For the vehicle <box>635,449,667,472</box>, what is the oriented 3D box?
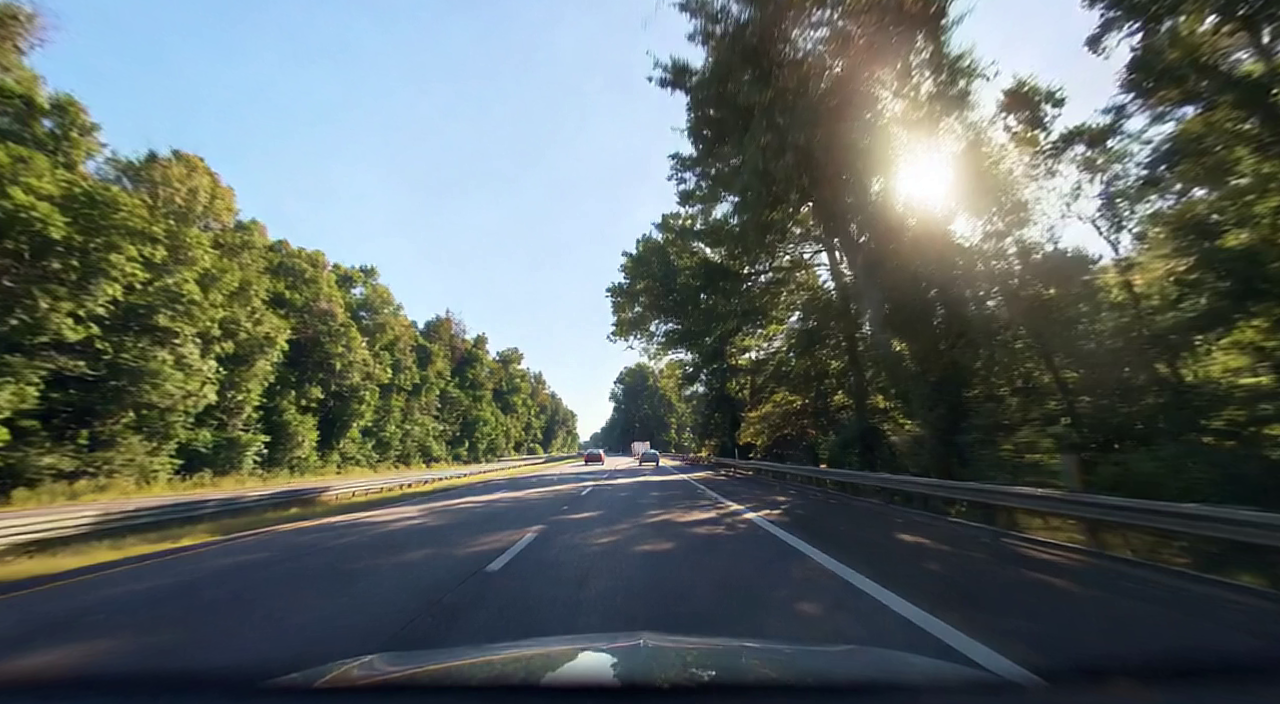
[{"bbox_3d":[0.687,7.193,42.118,2.046,1.452,4.407,0,-9,0],"label":"vehicle"}]
